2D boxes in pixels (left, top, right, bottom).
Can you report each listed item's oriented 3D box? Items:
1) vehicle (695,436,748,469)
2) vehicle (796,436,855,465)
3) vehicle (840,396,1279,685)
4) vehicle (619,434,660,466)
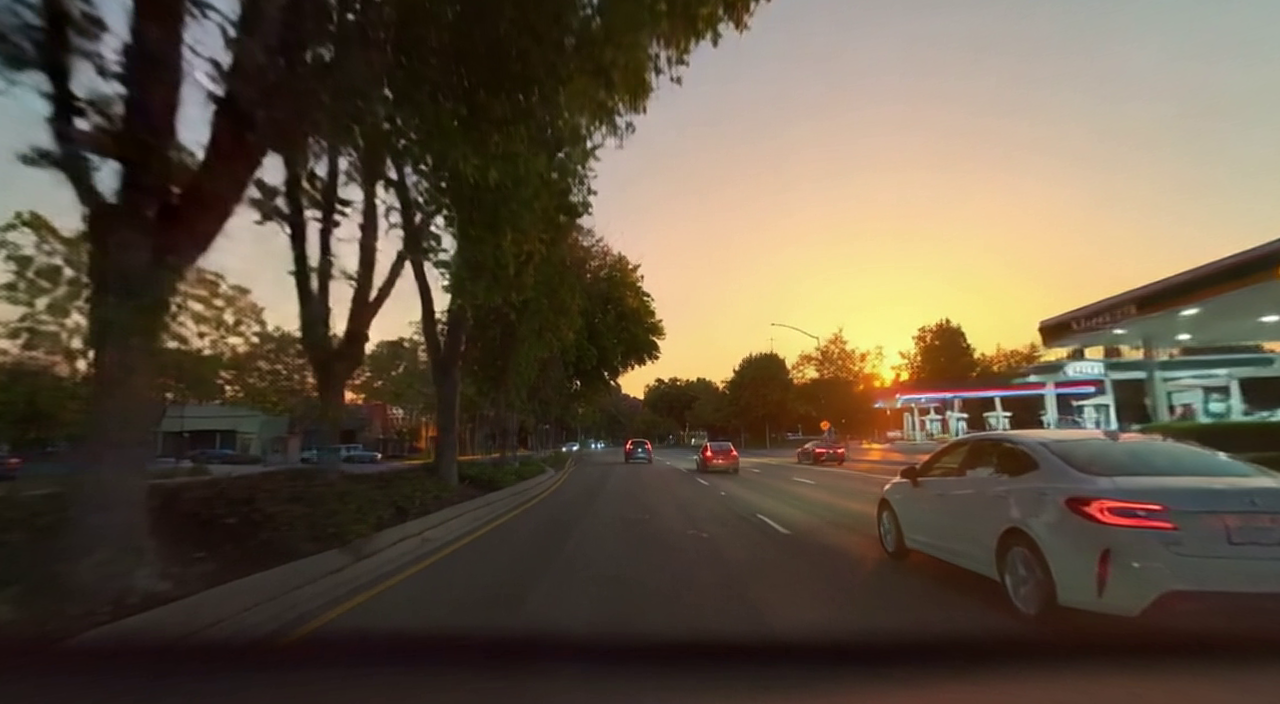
[{"bbox_3d":[3.984,5.012,31.383,1.980,1.515,4.362,0,-9,-1],"label":"vehicle"},{"bbox_3d":[10.120,5.405,34.508,1.906,1.488,4.251,0,-9,0],"label":"vehicle"},{"bbox_3d":[3.678,1.342,5.731,2.119,1.509,4.756,0,-9,0],"label":"vehicle"},{"bbox_3d":[-0.052,5.541,35.603,2.172,1.694,4.055,0,-9,-1],"label":"vehicle"}]
